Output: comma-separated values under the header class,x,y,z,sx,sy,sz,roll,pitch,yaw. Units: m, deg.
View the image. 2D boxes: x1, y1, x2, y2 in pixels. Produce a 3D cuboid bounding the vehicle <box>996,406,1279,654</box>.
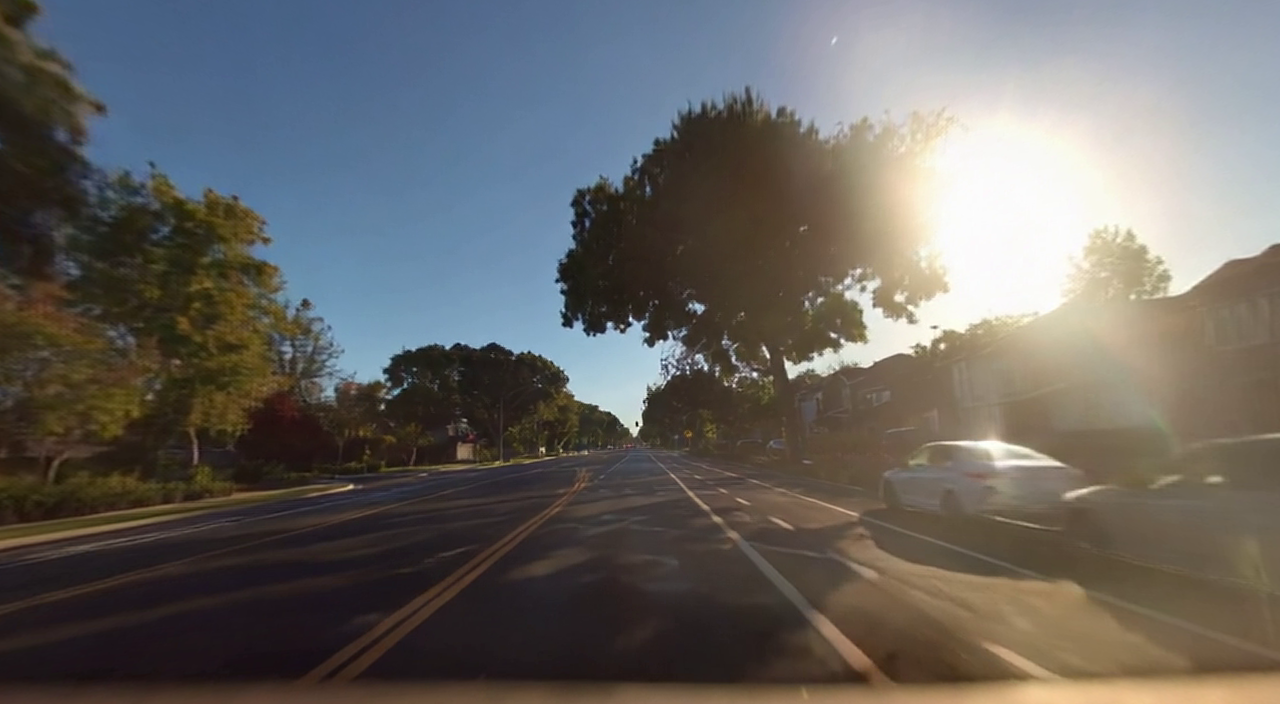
class,x,y,z,sx,sy,sz,roll,pitch,yaw
vehicle,5.022,1.207,4.604,1.995,1.553,4.628,0,-8,-2
